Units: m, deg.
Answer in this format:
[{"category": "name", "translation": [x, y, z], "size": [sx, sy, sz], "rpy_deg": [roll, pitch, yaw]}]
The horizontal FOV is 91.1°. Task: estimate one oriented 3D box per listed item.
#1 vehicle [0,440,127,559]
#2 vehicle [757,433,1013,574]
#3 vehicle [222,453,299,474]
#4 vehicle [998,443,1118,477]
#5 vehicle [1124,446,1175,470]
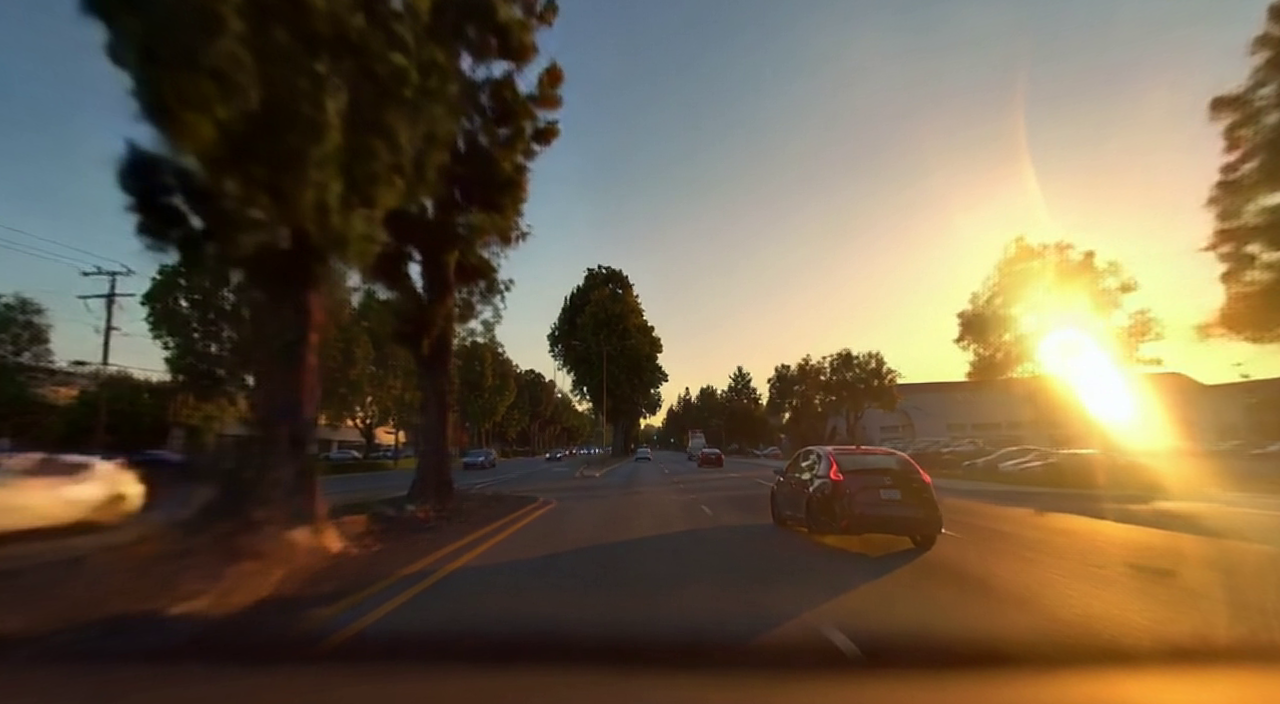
[{"category": "vehicle", "translation": [-9.148, 1.890, 8.048], "size": [1.853, 1.504, 3.791], "rpy_deg": [0, -9, 1]}, {"category": "vehicle", "translation": [3.074, 1.983, 9.075], "size": [1.935, 1.501, 4.384], "rpy_deg": [0, -9, 0]}, {"category": "vehicle", "translation": [-29.230, 8.583, 48.432], "size": [4.707, 1.474, 1.964], "rpy_deg": [0, -9, 1]}, {"category": "vehicle", "translation": [19.967, 5.166, 30.142], "size": [4.255, 1.537, 2.037], "rpy_deg": [0, -9, 0]}, {"category": "vehicle", "translation": [37.834, 7.841, 46.563], "size": [4.644, 1.682, 1.999], "rpy_deg": [8, -11, -40]}]
